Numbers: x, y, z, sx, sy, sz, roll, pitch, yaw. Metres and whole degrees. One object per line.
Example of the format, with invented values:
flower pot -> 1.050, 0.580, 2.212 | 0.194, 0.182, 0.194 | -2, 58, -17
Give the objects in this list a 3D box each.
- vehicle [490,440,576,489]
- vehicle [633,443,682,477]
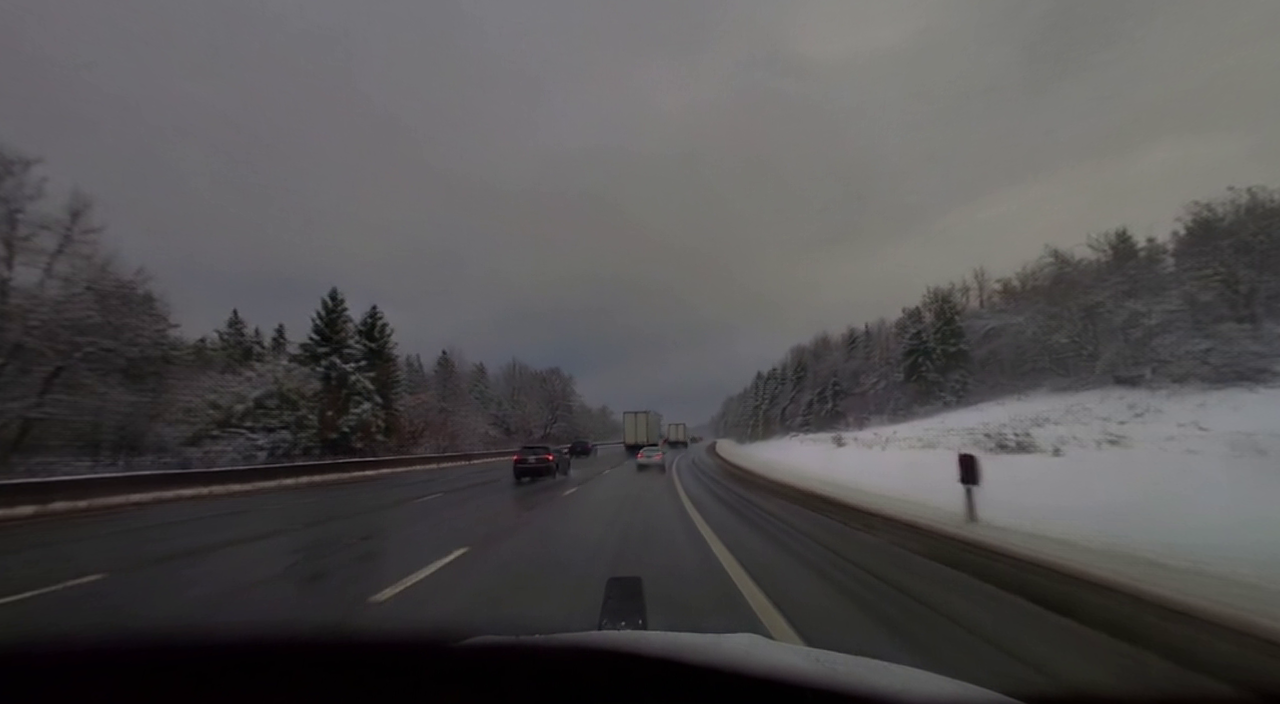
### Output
vehicle -> -3.523, 3.811, 21.715 | 1.916, 1.486, 4.631 | -1, -9, 3
vehicle -> 0.786, 4.719, 27.865 | 1.984, 1.365, 3.767 | -1, -9, 2
